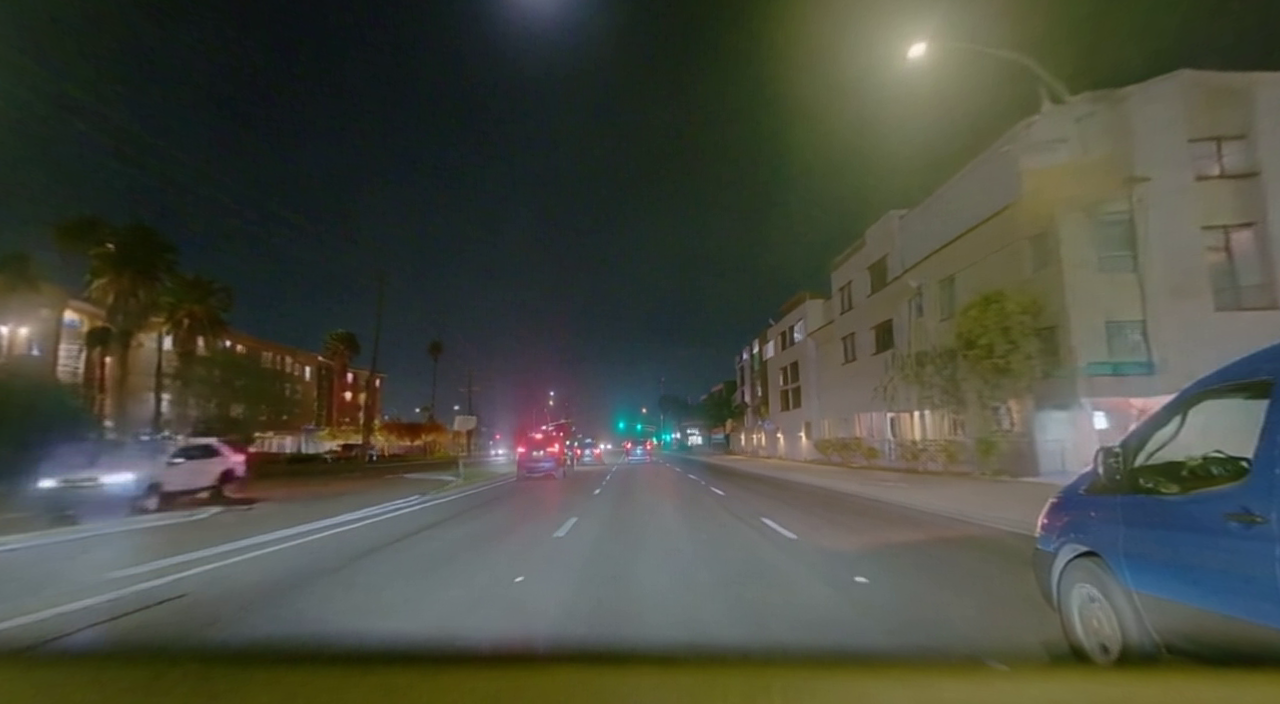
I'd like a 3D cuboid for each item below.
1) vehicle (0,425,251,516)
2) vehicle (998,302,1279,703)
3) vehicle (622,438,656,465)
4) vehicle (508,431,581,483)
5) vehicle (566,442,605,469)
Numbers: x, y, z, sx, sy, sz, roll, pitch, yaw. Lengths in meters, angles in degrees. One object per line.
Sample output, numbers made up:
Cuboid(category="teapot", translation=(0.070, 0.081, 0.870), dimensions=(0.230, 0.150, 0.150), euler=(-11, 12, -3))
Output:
Cuboid(category="vehicle", translation=(-11.787, 2.682, 14.848), dimensions=(2.242, 1.770, 4.782), euler=(0, -9, 0))
Cuboid(category="vehicle", translation=(3.744, 0.689, 2.100), dimensions=(2.234, 1.912, 4.847), euler=(0, -9, 0))
Cuboid(category="vehicle", translation=(-0.119, 6.948, 44.315), dimensions=(2.191, 1.761, 3.857), euler=(0, -9, -2))
Cuboid(category="vehicle", translation=(-3.370, 3.806, 23.080), dimensions=(1.967, 1.703, 4.157), euler=(0, -9, 0))
Cuboid(category="vehicle", translation=(-2.982, 5.771, 35.409), dimensions=(1.869, 1.454, 4.142), euler=(0, -9, -1))
